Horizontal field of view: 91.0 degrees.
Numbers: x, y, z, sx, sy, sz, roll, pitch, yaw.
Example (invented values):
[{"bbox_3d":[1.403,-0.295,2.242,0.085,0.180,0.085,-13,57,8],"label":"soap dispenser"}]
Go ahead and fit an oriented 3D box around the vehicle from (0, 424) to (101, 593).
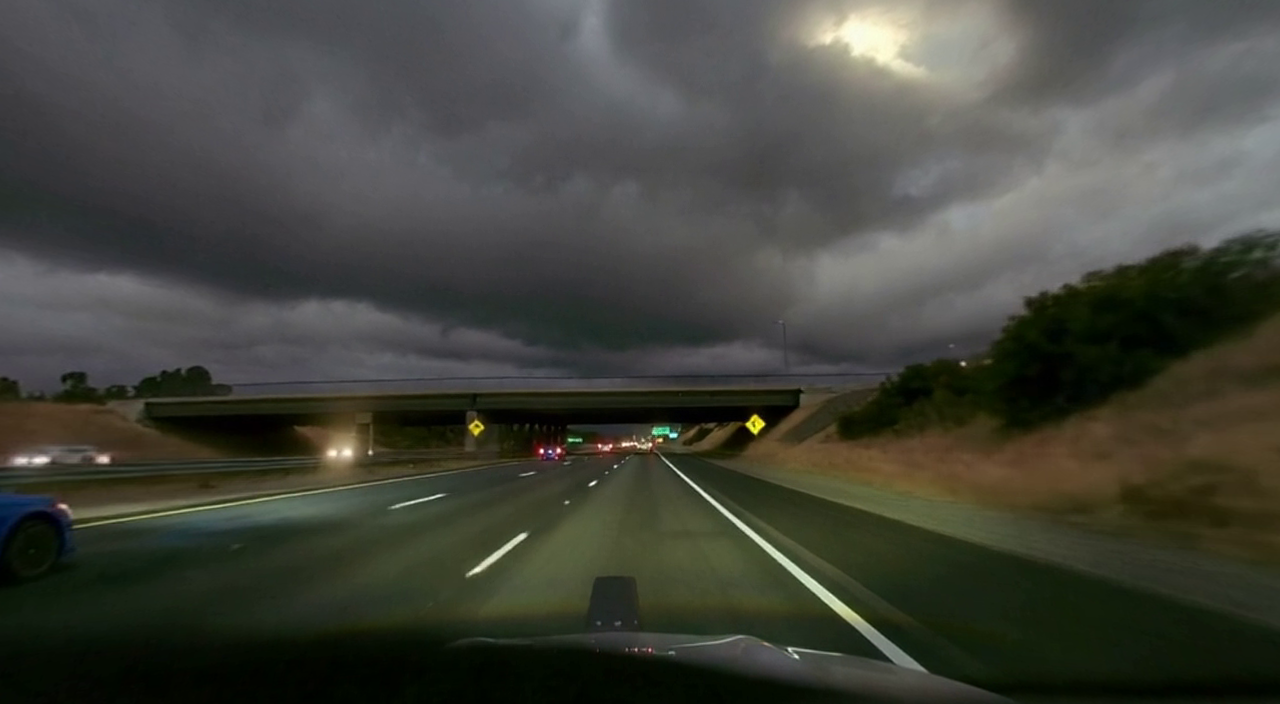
[{"bbox_3d":[-6.935,1.245,4.474,2.096,1.541,4.610,0,-8,0],"label":"vehicle"}]
